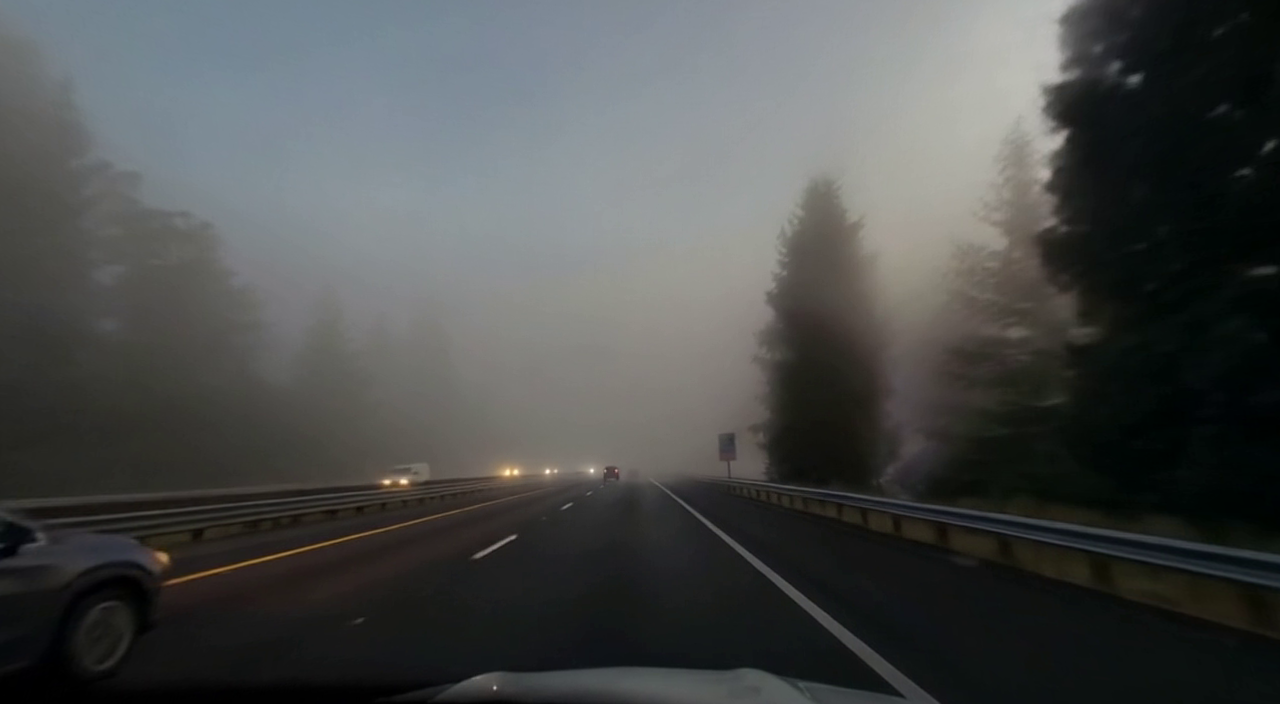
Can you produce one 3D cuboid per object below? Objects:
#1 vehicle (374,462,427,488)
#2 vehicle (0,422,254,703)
[{"bbox_3d":[-17.439,8.975,46.099,2.064,1.799,4.717,1,-10,-1],"label":"vehicle"},{"bbox_3d":[-3.850,0.872,1.918,2.146,1.441,5.020,1,-10,0],"label":"vehicle"}]
